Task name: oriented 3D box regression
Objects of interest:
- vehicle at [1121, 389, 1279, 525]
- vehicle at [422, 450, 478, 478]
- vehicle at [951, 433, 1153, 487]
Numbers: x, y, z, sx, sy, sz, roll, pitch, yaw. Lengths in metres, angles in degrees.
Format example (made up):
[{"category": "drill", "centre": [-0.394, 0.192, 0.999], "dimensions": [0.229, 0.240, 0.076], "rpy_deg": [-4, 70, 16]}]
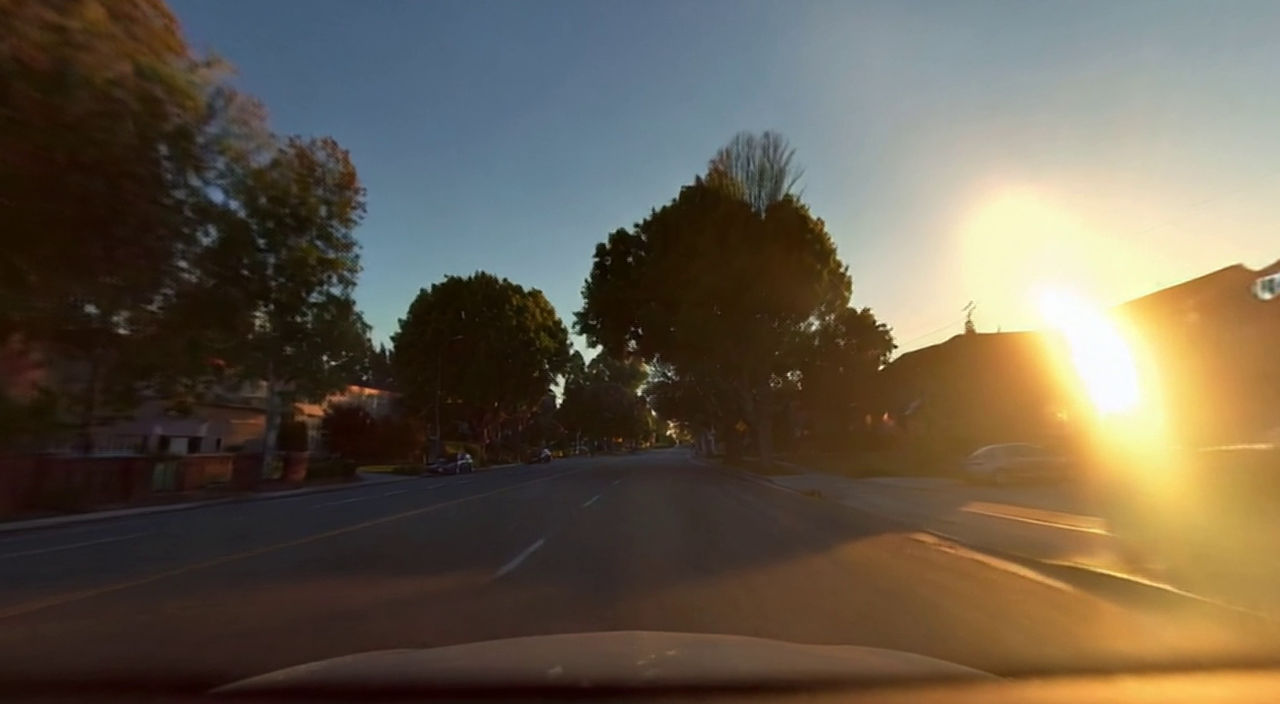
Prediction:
[{"category": "vehicle", "centre": [11.015, 1.565, 9.644], "dimensions": [5.369, 1.860, 2.163], "rpy_deg": [-1, -8, 4]}, {"category": "vehicle", "centre": [-11.987, 7.064, 40.130], "dimensions": [1.859, 1.496, 4.390], "rpy_deg": [-5, -9, 4]}, {"category": "vehicle", "centre": [11.762, 3.117, 18.321], "dimensions": [4.455, 1.442, 1.837], "rpy_deg": [-1, -8, 5]}]
